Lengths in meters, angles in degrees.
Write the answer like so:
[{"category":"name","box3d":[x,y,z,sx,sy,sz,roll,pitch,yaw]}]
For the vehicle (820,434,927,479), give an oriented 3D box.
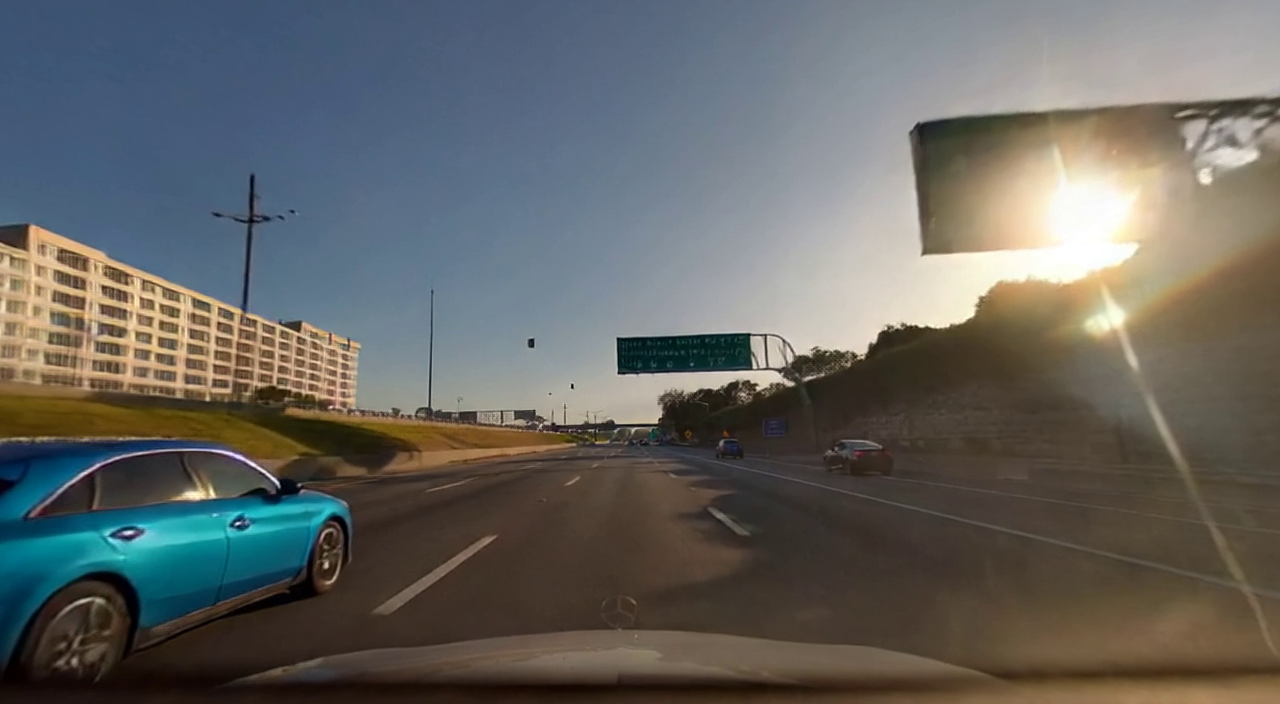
[{"category":"vehicle","box3d":[9.383,4.235,25.977,2.165,1.636,5.175,0,-8,-3]}]
